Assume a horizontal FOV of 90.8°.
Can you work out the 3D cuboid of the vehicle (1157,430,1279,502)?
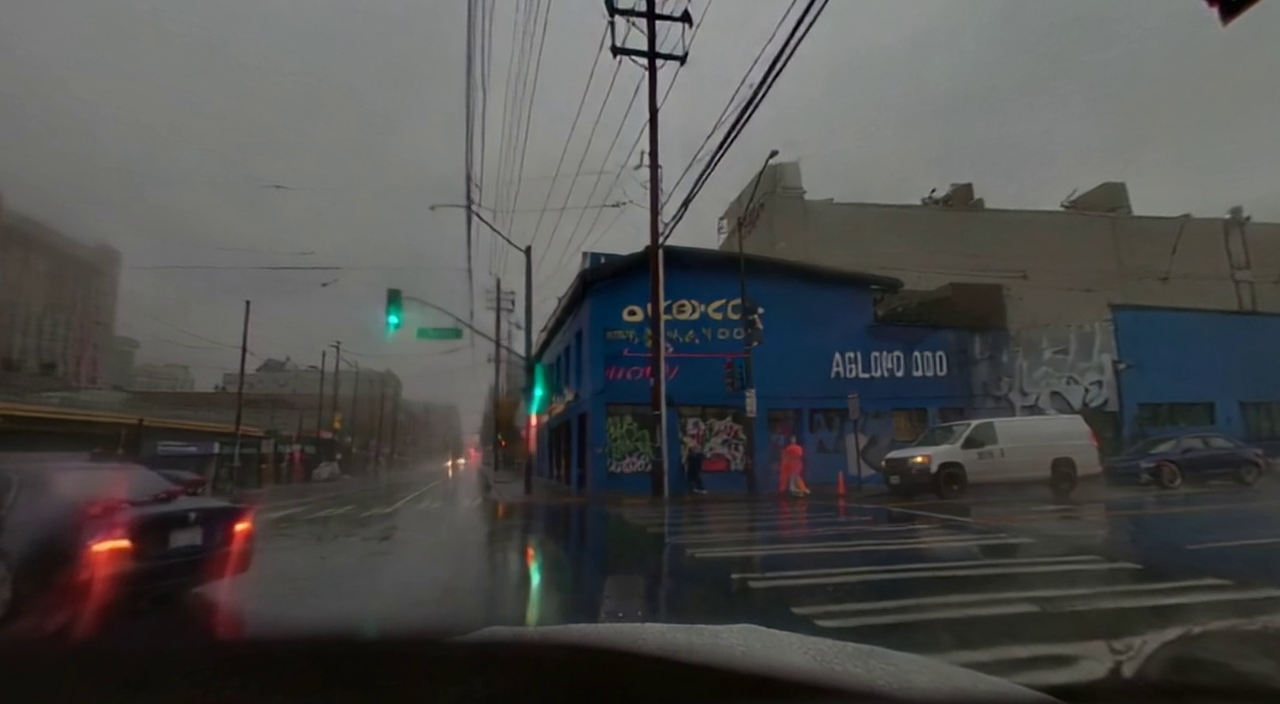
[{"bbox_3d":[14.697,2.550,14.444,4.672,1.459,1.938,2,-9,-15],"label":"vehicle"}]

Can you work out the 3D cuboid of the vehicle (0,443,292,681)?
[{"bbox_3d":[-5.697,1.563,5.637,4.439,1.457,2.097,-4,-9,22],"label":"vehicle"}]

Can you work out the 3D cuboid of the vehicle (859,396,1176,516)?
[{"bbox_3d":[7.195,1.989,12.296,4.970,1.972,2.372,2,-9,-16],"label":"vehicle"}]
